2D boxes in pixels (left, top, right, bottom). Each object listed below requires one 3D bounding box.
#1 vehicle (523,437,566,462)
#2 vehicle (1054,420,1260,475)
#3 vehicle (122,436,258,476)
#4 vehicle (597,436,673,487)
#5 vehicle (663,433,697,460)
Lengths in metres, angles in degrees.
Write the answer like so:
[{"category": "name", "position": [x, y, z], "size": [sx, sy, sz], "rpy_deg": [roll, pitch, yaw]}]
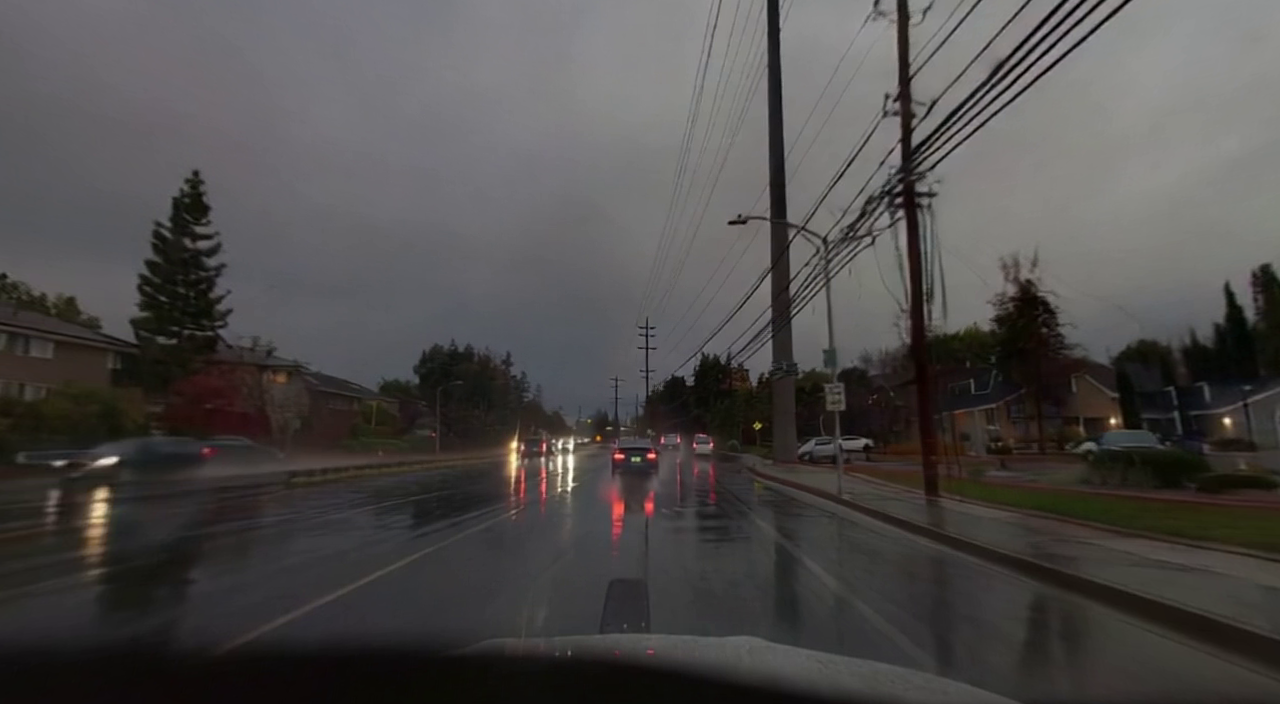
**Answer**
[{"category": "vehicle", "position": [-5.984, 6.176, 39.909], "size": [1.983, 1.485, 4.159], "rpy_deg": [0, -8, 2]}, {"category": "vehicle", "position": [16.885, 3.149, 20.879], "size": [4.751, 1.661, 2.022], "rpy_deg": [-2, -9, 11]}, {"category": "vehicle", "position": [-18.256, 4.235, 25.914], "size": [1.893, 1.494, 4.752], "rpy_deg": [-1, -8, 3]}, {"category": "vehicle", "position": [-0.050, 3.526, 20.606], "size": [2.117, 1.474, 4.036], "rpy_deg": [-1, -9, 4]}, {"category": "vehicle", "position": [3.049, 7.107, 47.488], "size": [2.158, 1.939, 4.935], "rpy_deg": [-1, -9, 8]}]
